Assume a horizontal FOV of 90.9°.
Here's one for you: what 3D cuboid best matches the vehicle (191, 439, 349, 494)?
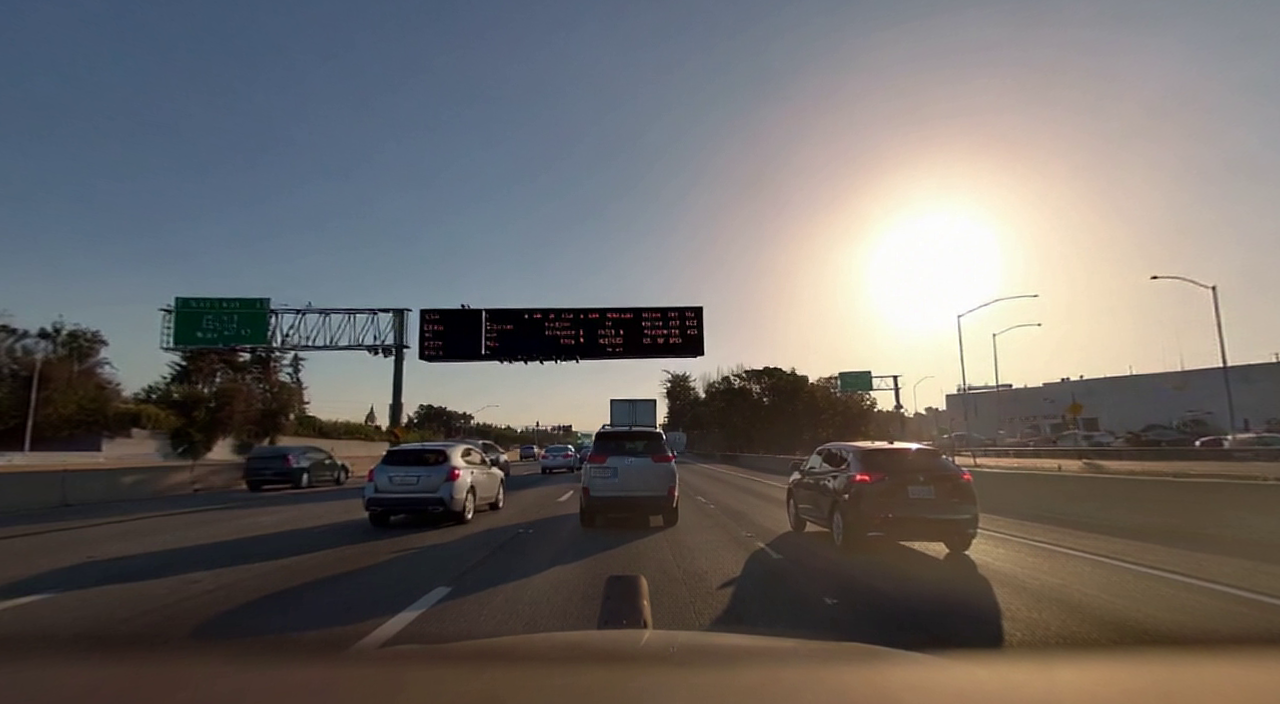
[{"bbox_3d":[-11.146,3.475,19.512,1.930,1.485,4.765,0,-9,1],"label":"vehicle"}]

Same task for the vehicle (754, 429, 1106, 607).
[{"bbox_3d":[2.859,1.738,7.609,2.018,1.470,4.491,0,-9,-1],"label":"vehicle"}]

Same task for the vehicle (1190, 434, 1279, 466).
[{"bbox_3d":[31.806,5.098,32.837,1.805,1.536,4.325,3,-9,-19],"label":"vehicle"}]

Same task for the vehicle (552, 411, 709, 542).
[{"bbox_3d":[-0.145,2.011,10.674,2.152,1.779,3.924,0,-9,0],"label":"vehicle"}]

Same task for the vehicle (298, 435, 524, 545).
[{"bbox_3d":[-3.512,2.202,10.793,2.132,1.464,4.481,0,-9,1],"label":"vehicle"}]
